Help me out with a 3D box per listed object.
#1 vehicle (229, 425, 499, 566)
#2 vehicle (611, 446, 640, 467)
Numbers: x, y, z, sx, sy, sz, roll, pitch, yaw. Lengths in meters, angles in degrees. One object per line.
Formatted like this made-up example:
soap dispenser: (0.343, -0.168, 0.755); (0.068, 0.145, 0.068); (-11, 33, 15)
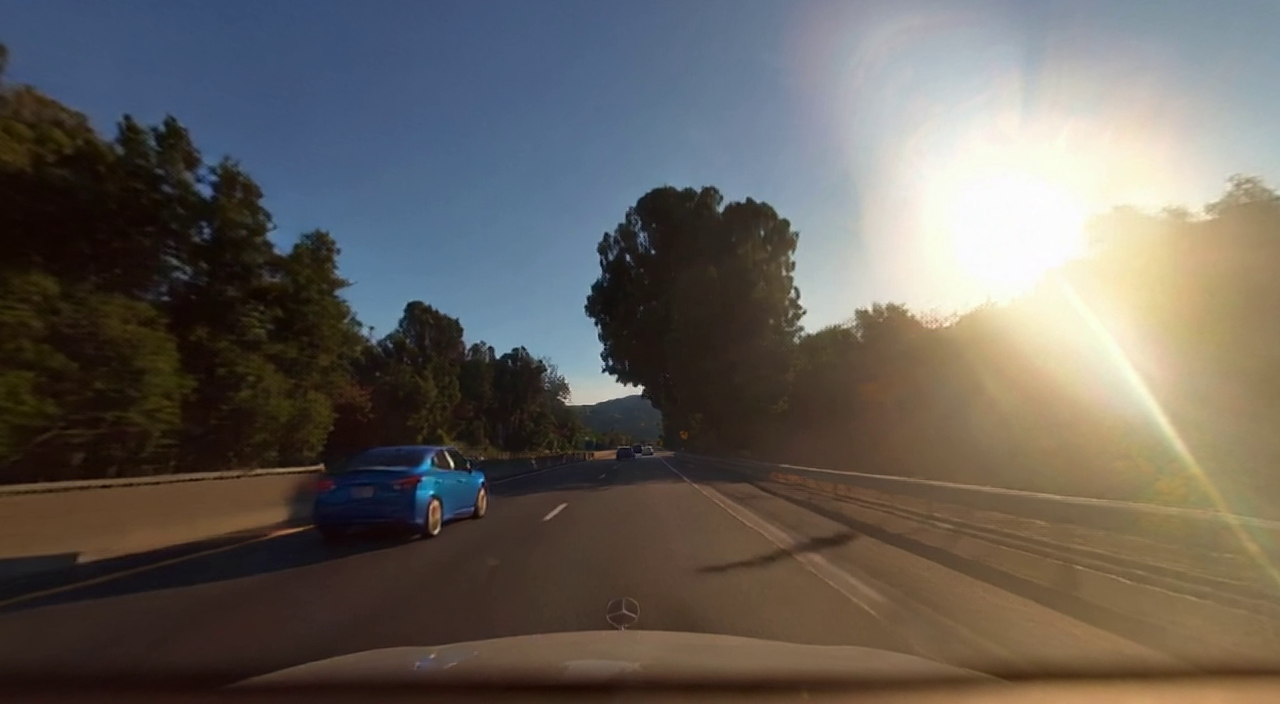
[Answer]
vehicle: (-3.603, 1.938, 9.264); (2.088, 1.586, 4.000); (0, -8, 1)
vehicle: (-1.017, 7.508, 45.513); (1.917, 1.450, 3.997); (0, -8, 2)
